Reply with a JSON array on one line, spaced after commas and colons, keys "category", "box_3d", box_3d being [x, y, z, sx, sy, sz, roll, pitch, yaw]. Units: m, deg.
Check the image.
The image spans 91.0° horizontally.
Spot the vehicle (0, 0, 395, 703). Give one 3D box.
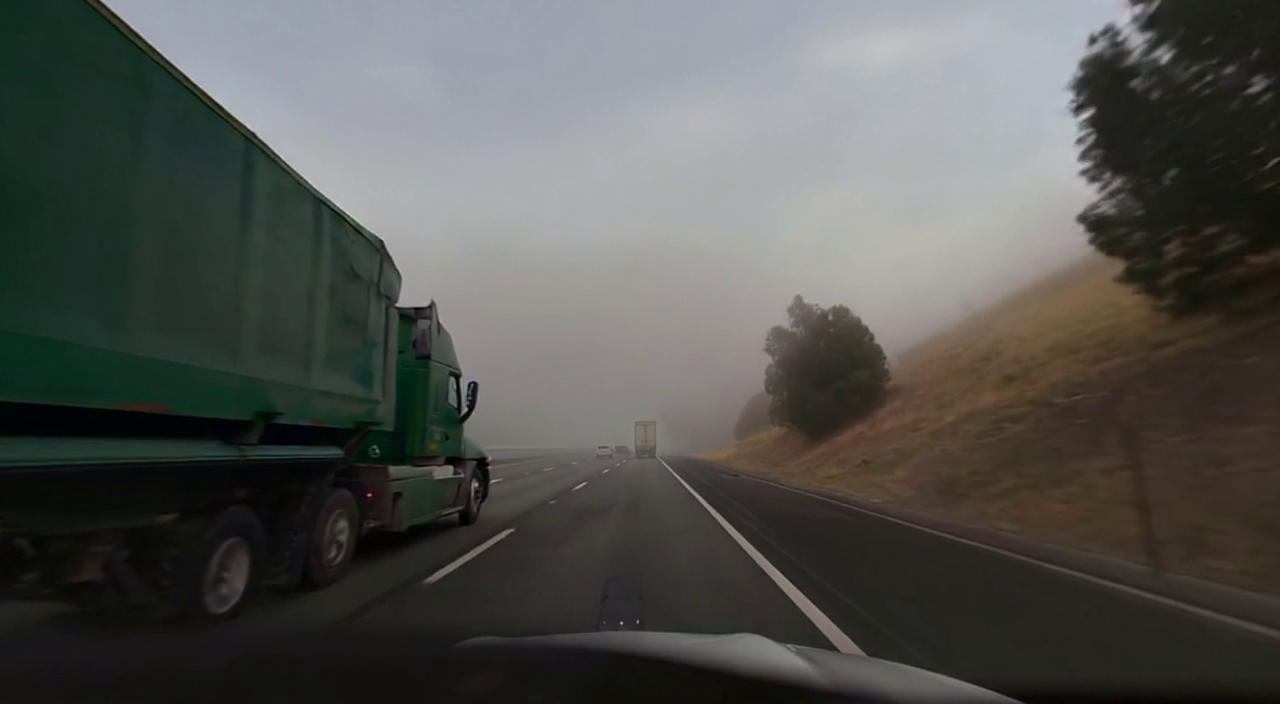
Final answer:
[{"category": "vehicle", "box_3d": [-3.730, -0.184, 0.551, 2.789, 3.271, 10.894, 1, -9, -1]}]
